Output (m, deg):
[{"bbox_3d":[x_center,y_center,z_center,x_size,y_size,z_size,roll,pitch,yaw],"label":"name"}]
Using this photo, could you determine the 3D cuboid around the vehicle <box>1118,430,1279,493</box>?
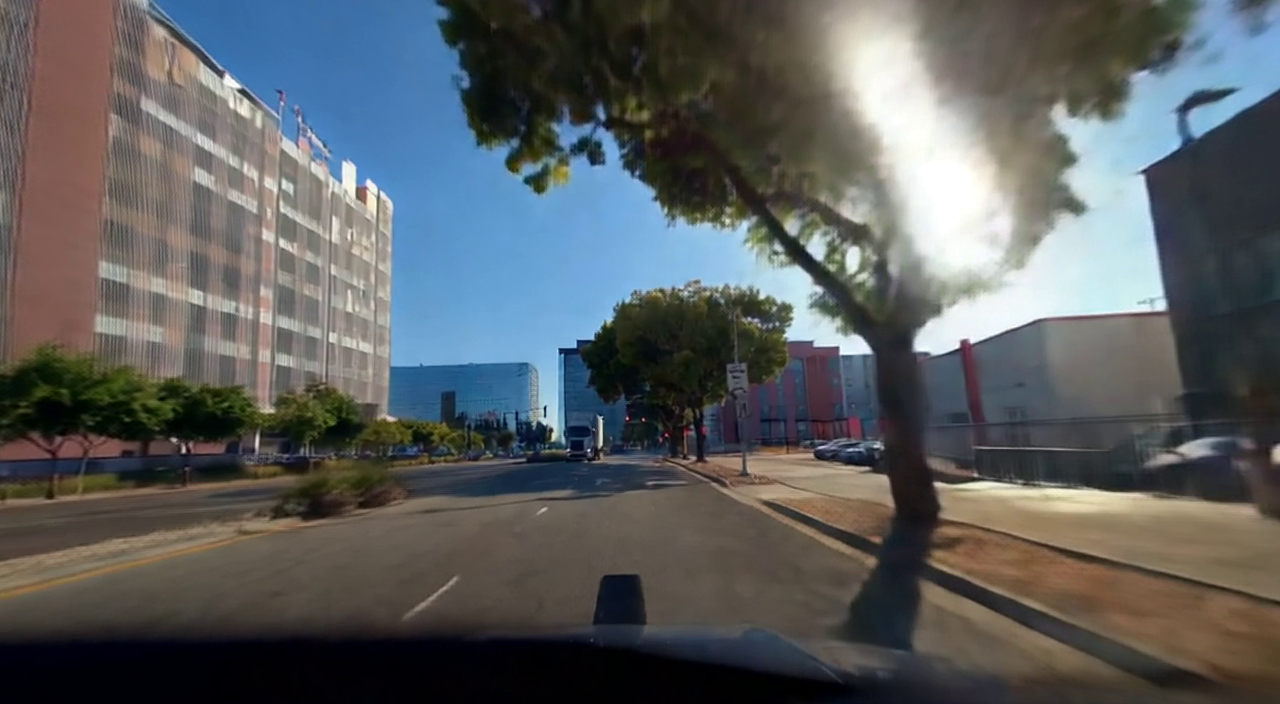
[{"bbox_3d":[15.927,2.968,17.214,4.146,1.600,1.874,0,-9,-3],"label":"vehicle"}]
